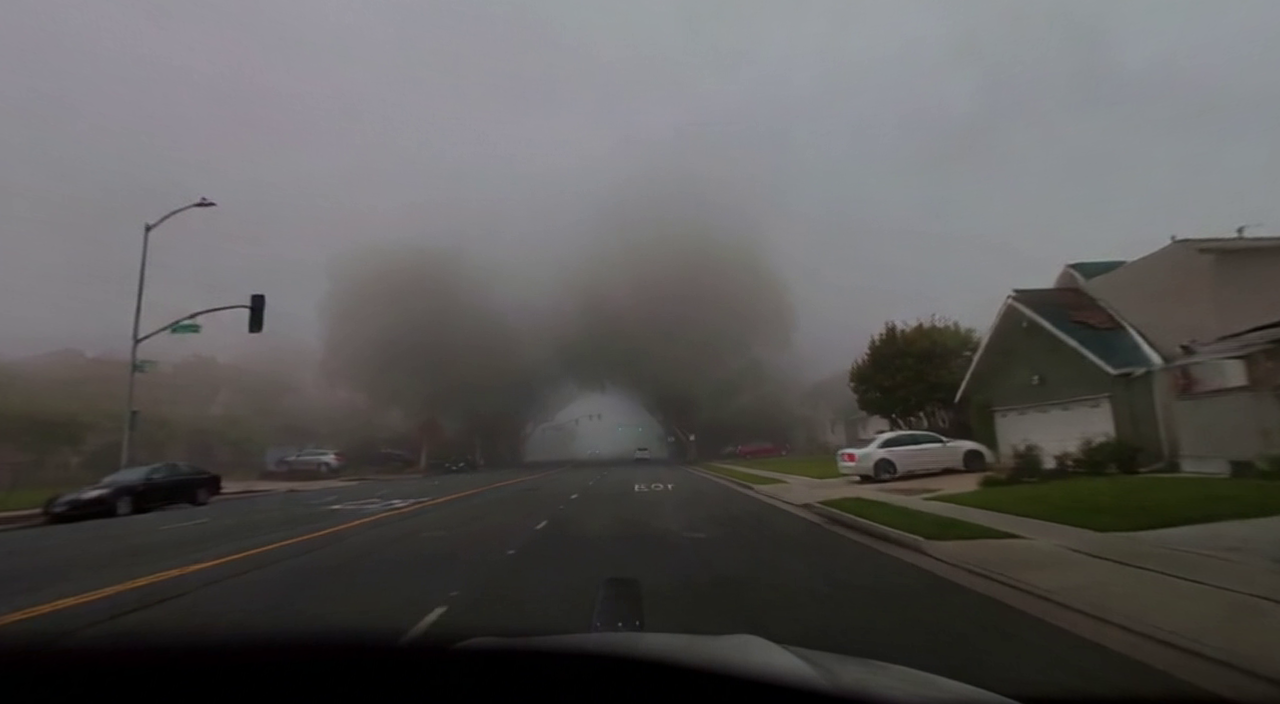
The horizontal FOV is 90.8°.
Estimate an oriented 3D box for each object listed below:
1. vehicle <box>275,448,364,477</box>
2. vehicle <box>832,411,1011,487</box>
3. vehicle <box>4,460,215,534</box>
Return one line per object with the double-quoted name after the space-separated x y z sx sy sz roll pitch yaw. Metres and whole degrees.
-21.193 7.315 41.880 4.756 1.869 2.042 -1 -9 4 "vehicle"
9.164 3.181 20.819 4.790 1.681 2.029 -7 -8 -5 "vehicle"
-14.019 3.803 17.179 1.876 1.495 4.647 -4 -9 -2 "vehicle"
